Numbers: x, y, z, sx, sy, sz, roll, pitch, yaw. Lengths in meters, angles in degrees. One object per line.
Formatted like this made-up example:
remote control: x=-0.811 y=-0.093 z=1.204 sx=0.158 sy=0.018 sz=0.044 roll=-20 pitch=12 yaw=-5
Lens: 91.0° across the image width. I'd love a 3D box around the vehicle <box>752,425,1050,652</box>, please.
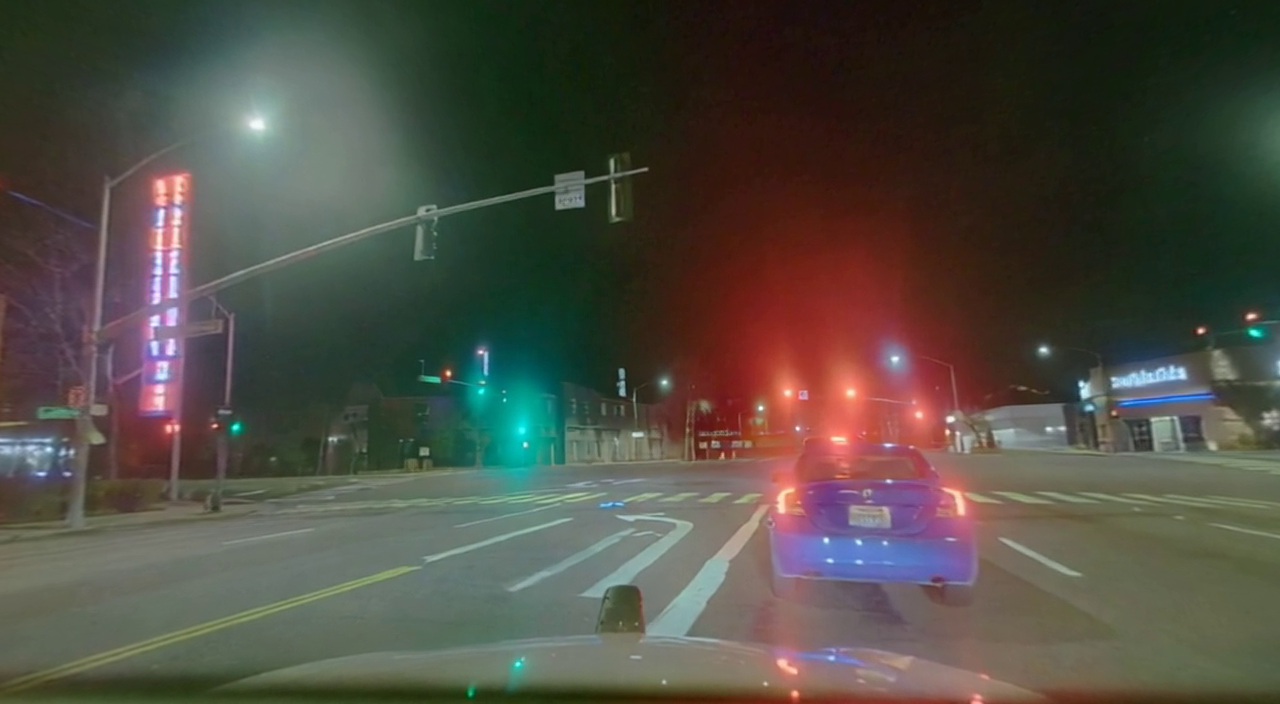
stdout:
vehicle: x=2.329 y=1.579 z=6.566 sx=1.872 sy=1.459 sz=4.483 roll=-2 pitch=-9 yaw=15
